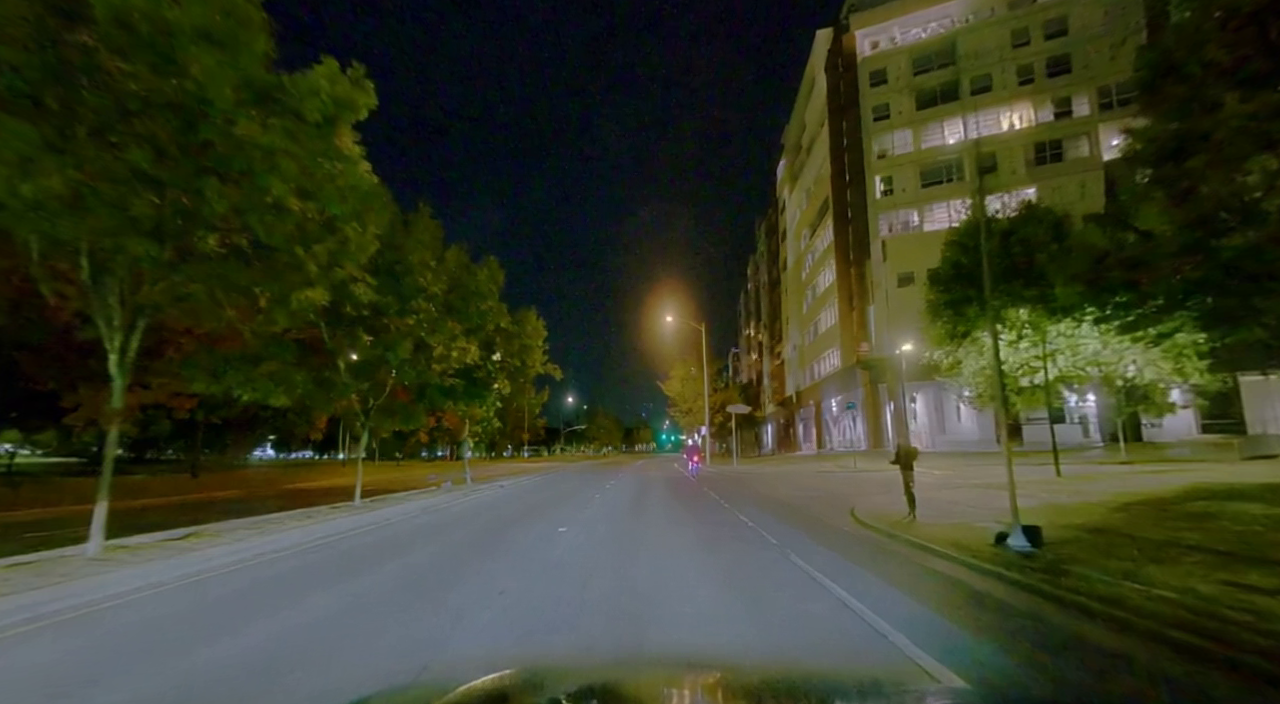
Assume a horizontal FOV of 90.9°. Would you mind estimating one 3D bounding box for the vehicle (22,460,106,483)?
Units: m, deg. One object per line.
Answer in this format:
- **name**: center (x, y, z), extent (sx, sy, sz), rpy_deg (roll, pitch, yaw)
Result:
- **vehicle**: center (-43.884, 9.122, 48.192), extent (1.775, 1.558, 4.727), rpy_deg (-1, -9, 4)
